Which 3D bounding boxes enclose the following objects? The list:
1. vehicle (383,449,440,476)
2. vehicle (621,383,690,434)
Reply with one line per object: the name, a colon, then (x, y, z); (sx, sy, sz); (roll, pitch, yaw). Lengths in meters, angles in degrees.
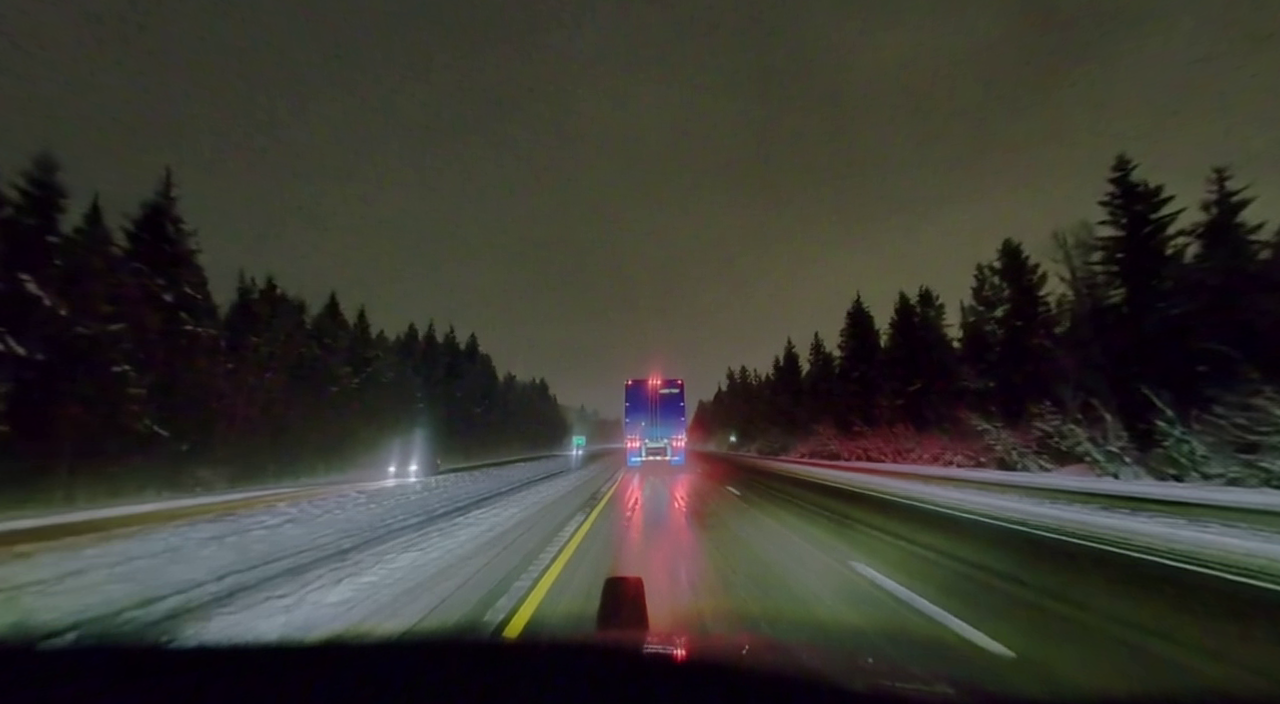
vehicle: (-14.739, 7.145, 40.871); (1.879, 1.561, 4.681); (0, -8, 1)
vehicle: (0.527, 2.467, 26.423); (2.509, 1.890, 4.732); (0, -8, -4)
